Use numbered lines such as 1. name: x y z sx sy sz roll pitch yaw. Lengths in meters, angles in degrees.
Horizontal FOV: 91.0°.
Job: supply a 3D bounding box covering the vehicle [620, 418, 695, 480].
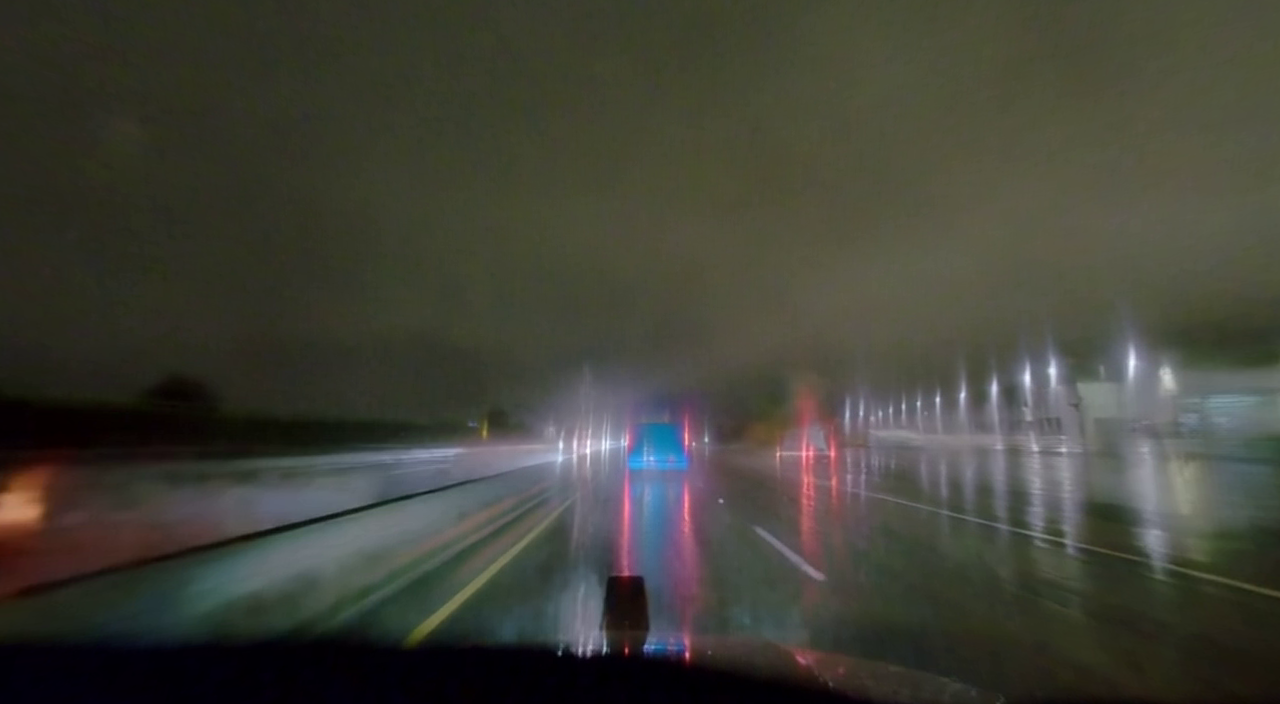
1. vehicle: 0.628 3.548 23.078 2.469 2.027 4.554 0 -8 2
